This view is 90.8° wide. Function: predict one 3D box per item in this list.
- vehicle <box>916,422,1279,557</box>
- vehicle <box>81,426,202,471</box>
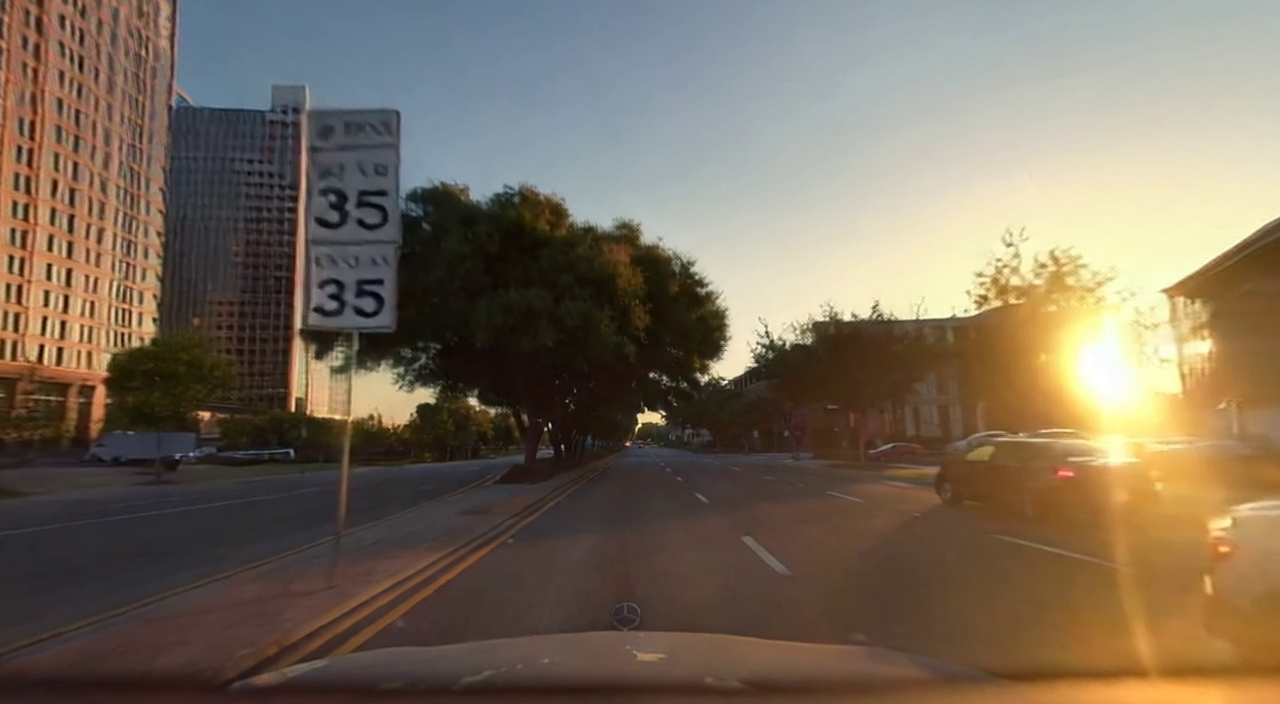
[{"bbox_3d":[6.545,1.970,9.881,2.088,1.524,5.085,0,-9,-1],"label":"vehicle"},{"bbox_3d":[-34.822,6.759,44.298,6.180,2.962,2.395,0,-9,-4],"label":"vehicle"}]
